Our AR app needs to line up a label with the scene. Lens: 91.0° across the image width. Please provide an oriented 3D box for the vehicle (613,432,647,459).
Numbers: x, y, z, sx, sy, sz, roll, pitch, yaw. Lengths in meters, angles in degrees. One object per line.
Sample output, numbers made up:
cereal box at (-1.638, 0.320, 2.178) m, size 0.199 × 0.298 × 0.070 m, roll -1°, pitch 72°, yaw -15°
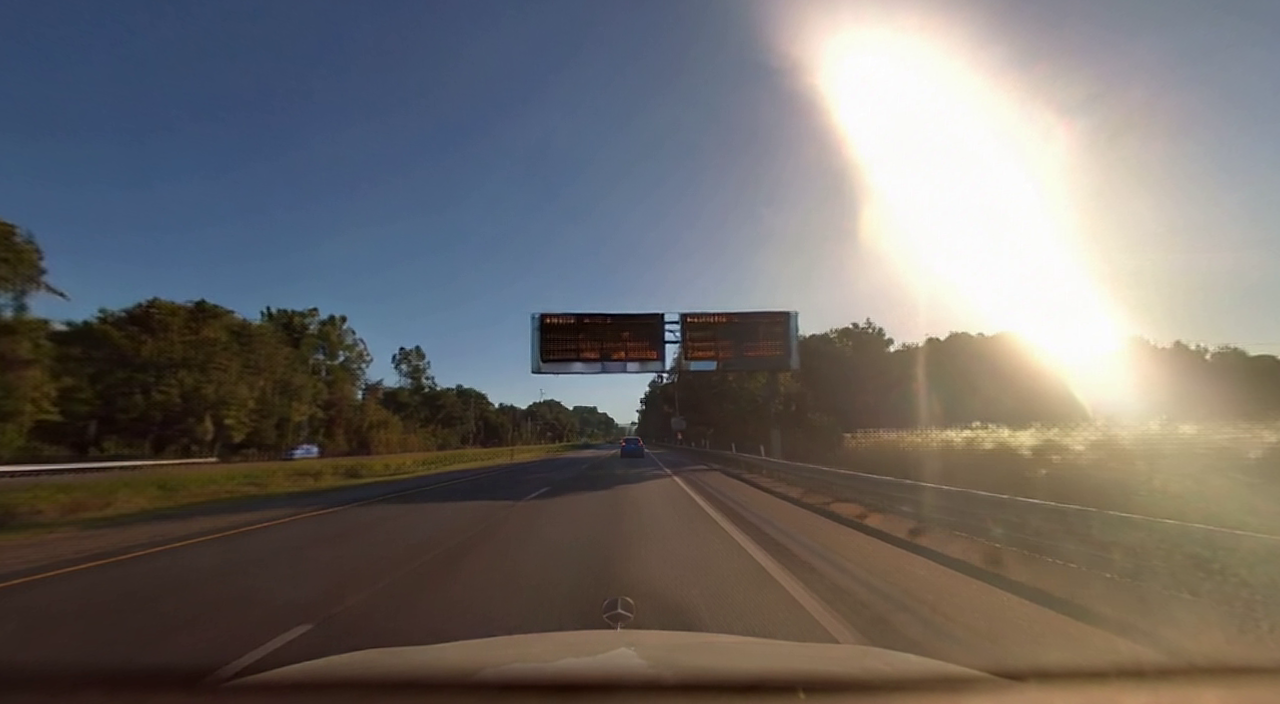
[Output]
vehicle at (-0.698, 6.348, 42.803) m, size 2.180 × 1.717 × 4.139 m, roll 0°, pitch -8°, yaw -1°
